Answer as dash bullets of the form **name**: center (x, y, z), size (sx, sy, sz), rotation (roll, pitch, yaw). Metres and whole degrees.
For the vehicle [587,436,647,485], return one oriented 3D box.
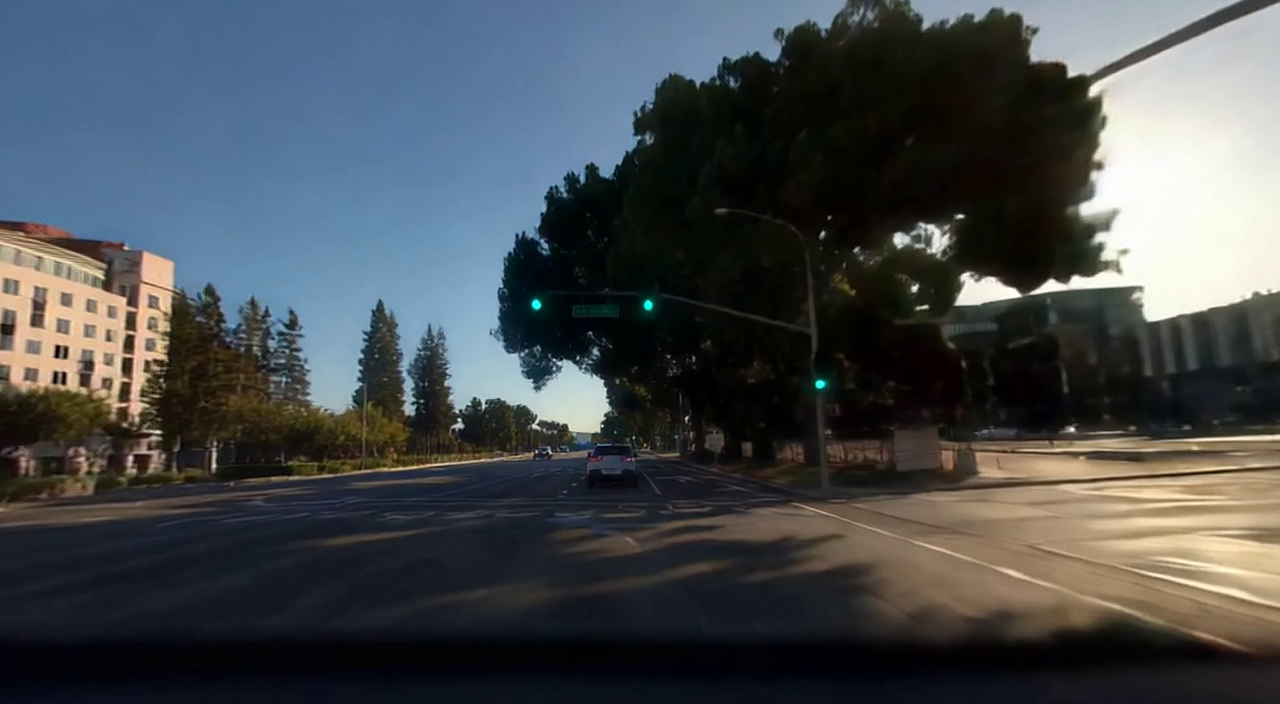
- **vehicle**: center (-0.859, 4.177, 24.634), size (2.130, 1.711, 4.038), rotation (0, -9, -1)
